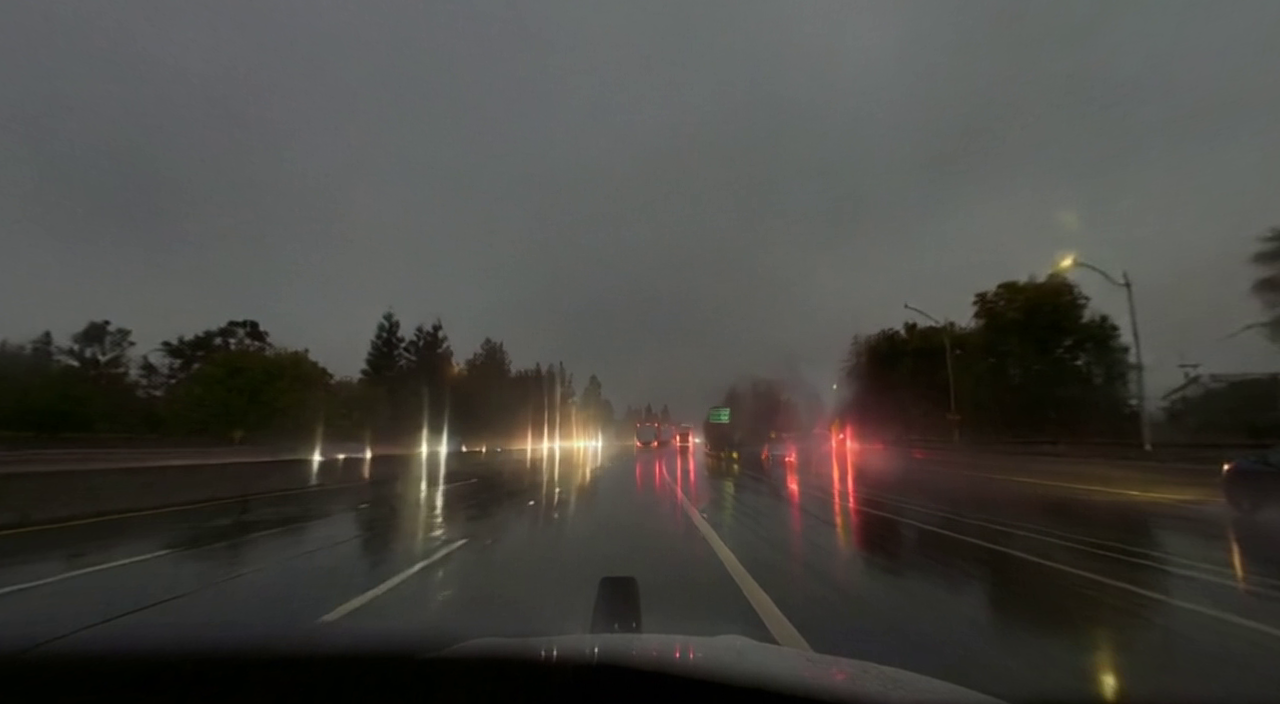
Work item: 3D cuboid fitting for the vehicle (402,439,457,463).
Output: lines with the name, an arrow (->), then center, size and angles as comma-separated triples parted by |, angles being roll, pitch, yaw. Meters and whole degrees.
vehicle -> -15.742, 7.429, 47.671 | 2.153, 1.671, 5.278 | 0, -8, 2

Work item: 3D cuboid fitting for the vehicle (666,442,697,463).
vehicle -> 3.135, 7.657, 48.347 | 2.069, 1.476, 4.197 | 0, -8, 0

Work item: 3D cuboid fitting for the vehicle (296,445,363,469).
vehicle -> -19.203, 6.494, 39.255 | 1.851, 1.353, 4.215 | 0, -8, 2
